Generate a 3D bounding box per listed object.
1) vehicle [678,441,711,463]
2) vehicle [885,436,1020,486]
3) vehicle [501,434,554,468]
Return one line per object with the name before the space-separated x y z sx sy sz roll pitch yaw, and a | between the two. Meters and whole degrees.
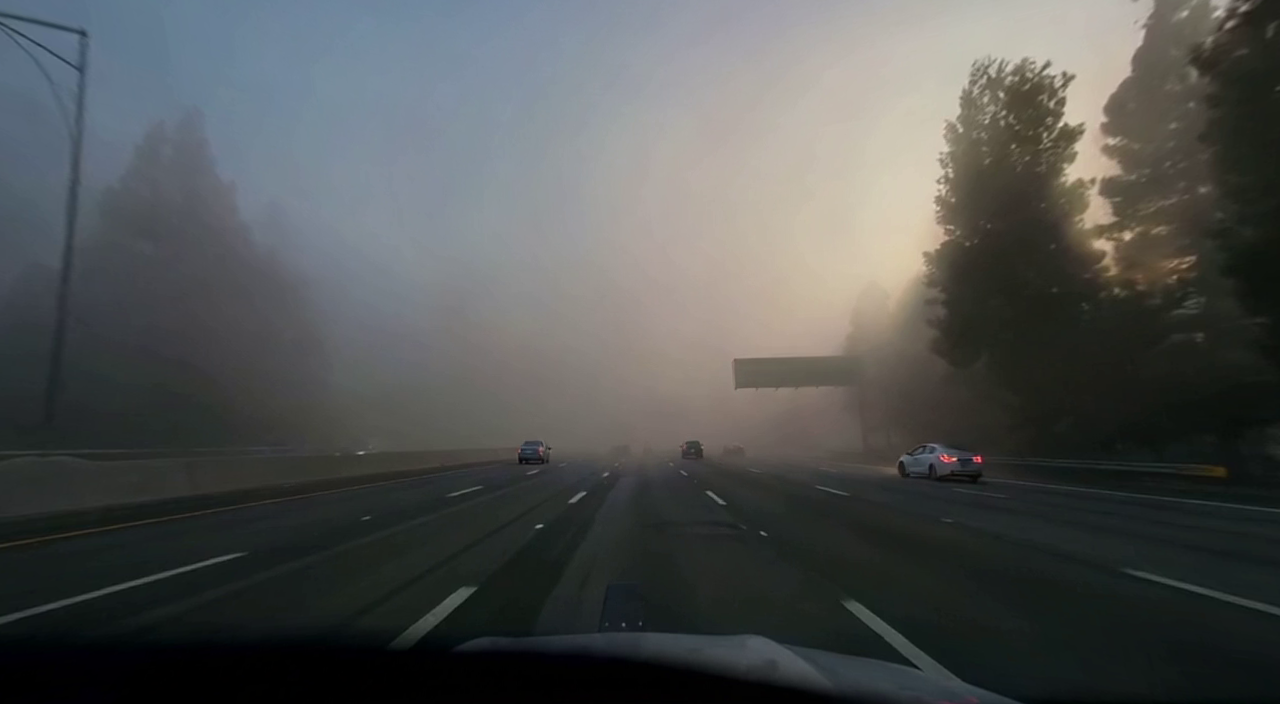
vehicle | 3.725 6.967 43.730 1.950 1.453 3.378 0 -9 -1
vehicle | 10.215 3.604 21.036 1.979 1.467 4.839 0 -9 -1
vehicle | -6.299 5.626 35.766 2.091 1.746 4.437 0 -9 1
